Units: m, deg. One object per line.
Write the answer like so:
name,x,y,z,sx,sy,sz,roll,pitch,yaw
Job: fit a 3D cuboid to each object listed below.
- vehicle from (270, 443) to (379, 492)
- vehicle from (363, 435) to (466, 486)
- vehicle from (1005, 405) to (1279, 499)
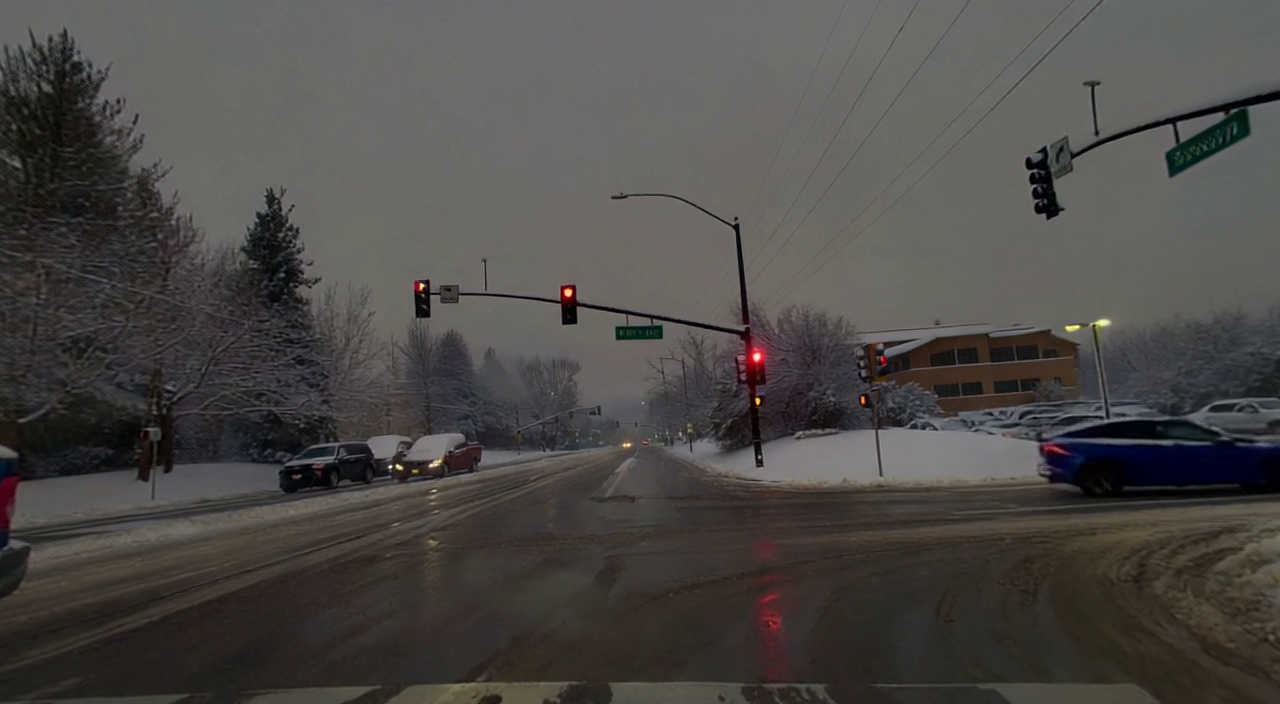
vehicle,-13.787,5.063,28.065,2.306,1.957,4.968,0,-9,-1
vehicle,-10.129,4.922,28.989,2.664,1.940,5.702,-4,-9,-1
vehicle,9.462,1.801,11.457,4.592,1.470,2.071,-4,-9,22
